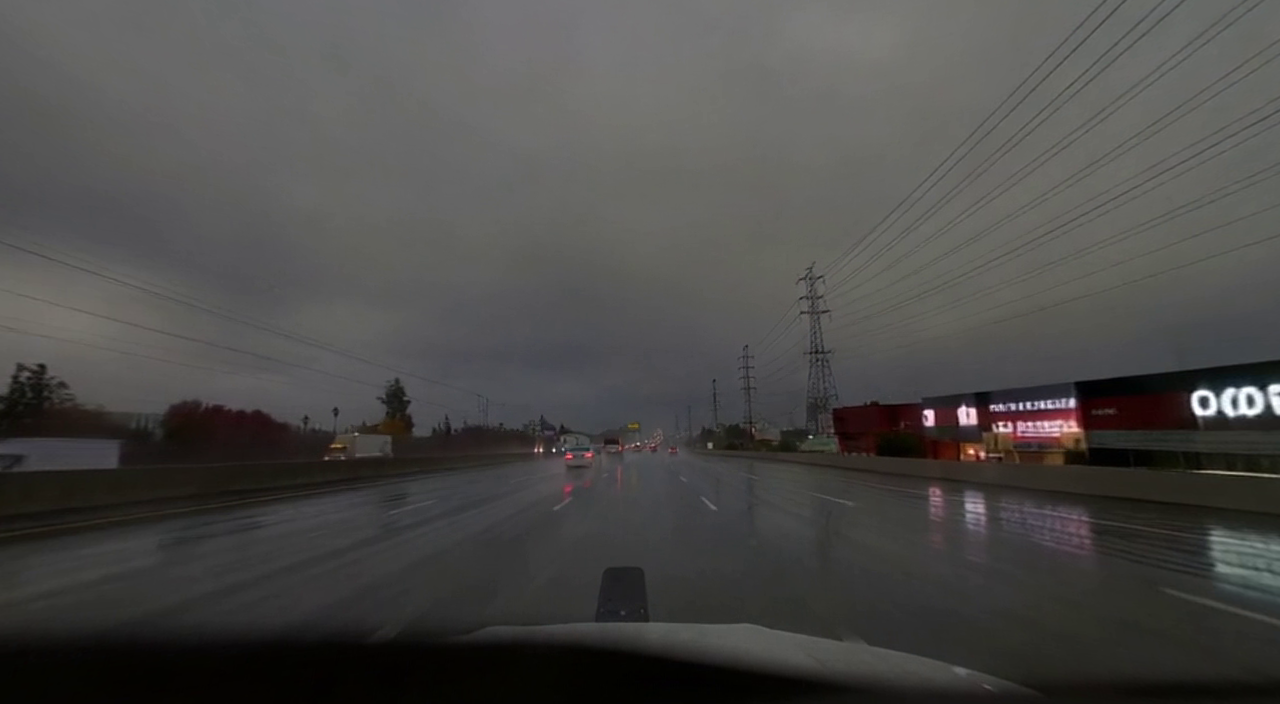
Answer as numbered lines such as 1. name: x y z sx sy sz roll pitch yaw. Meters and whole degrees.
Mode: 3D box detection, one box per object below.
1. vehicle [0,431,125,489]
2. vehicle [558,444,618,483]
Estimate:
1. vehicle: -26.979 4.720 28.010 3.012 2.300 6.199 0 -8 -2
2. vehicle: -2.016 4.478 25.604 1.891 1.444 3.968 -1 -8 3
